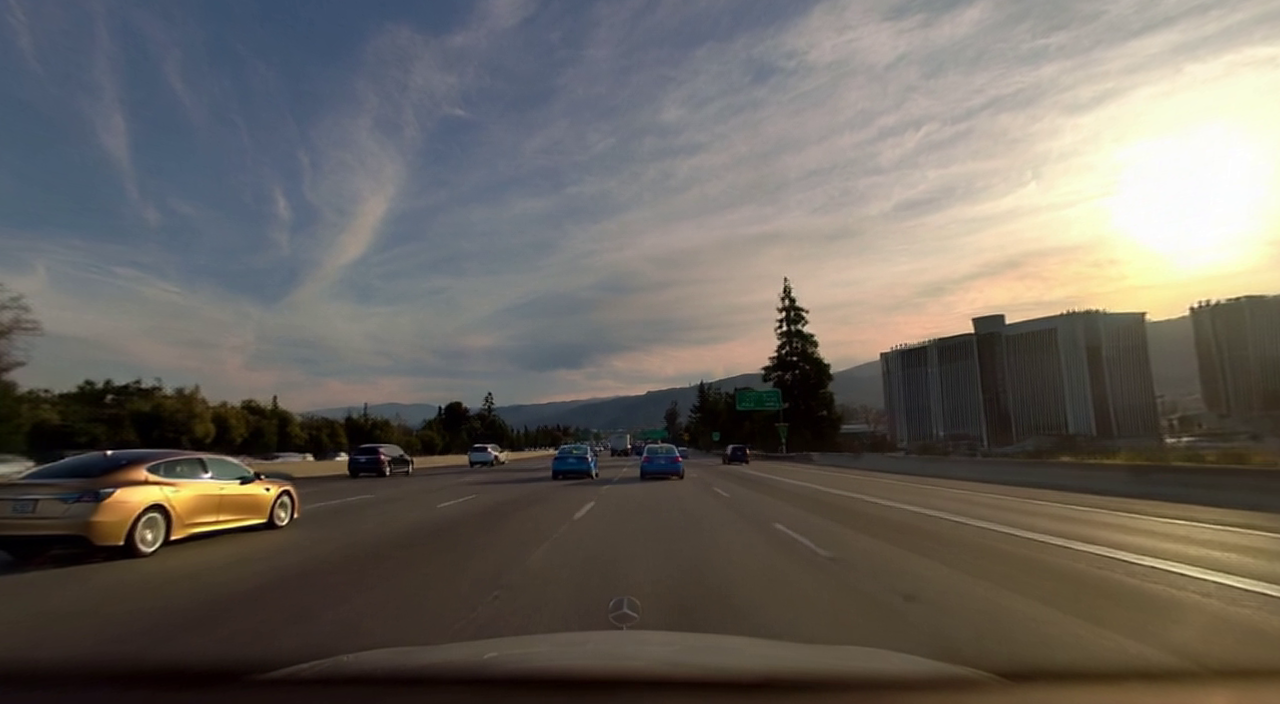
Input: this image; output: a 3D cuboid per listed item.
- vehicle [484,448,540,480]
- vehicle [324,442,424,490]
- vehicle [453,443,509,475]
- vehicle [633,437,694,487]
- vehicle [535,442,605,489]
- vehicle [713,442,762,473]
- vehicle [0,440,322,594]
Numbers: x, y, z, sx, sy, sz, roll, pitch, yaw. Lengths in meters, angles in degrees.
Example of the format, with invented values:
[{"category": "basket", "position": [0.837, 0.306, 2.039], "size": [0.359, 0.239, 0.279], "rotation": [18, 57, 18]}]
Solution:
[{"category": "vehicle", "position": [-6.341, 5.577, 31.660], "size": [1.886, 1.455, 4.148], "rotation": [-1, -8, 1]}, {"category": "vehicle", "position": [-10.322, 4.425, 24.879], "size": [1.947, 1.683, 4.331], "rotation": [-1, -8, 2]}, {"category": "vehicle", "position": [-10.009, 6.771, 40.219], "size": [2.186, 1.851, 5.085], "rotation": [-1, -8, 1]}, {"category": "vehicle", "position": [0.838, 4.168, 24.194], "size": [2.114, 1.715, 4.136], "rotation": [0, -8, 0]}, {"category": "vehicle", "position": [-2.557, 4.280, 24.231], "size": [2.102, 1.624, 4.257], "rotation": [-1, -8, 2]}, {"category": "vehicle", "position": [5.947, 6.501, 39.094], "size": [2.071, 1.754, 4.484], "rotation": [0, -8, -3]}, {"category": "vehicle", "position": [-6.612, 1.955, 8.523], "size": [2.116, 1.473, 4.644], "rotation": [-1, -8, 1]}]
